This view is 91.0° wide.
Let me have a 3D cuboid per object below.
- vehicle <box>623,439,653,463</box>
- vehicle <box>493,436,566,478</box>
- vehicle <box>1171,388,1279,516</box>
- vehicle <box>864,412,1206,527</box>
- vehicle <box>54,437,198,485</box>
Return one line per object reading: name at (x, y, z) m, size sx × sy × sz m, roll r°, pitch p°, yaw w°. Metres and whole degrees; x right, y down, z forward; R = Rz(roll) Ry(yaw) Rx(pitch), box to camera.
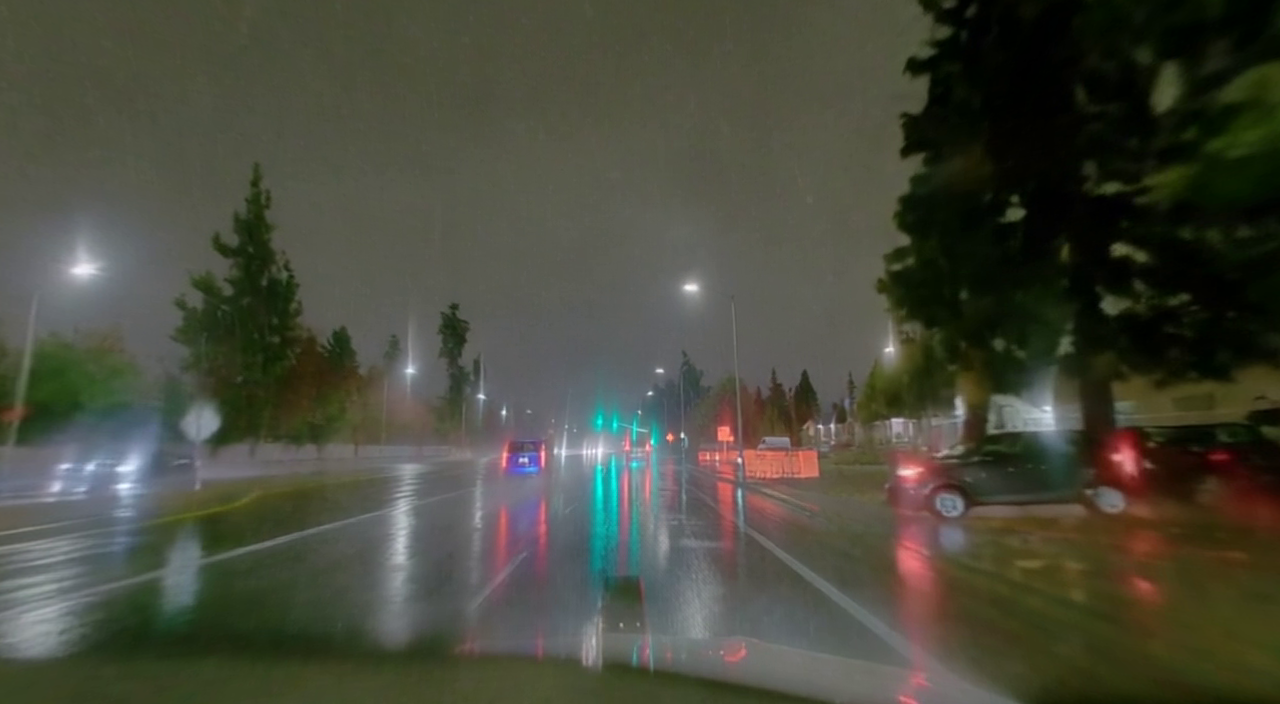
vehicle at (-0.136, 7.399, 47.113) m, size 2.135 × 1.711 × 4.124 m, roll 0°, pitch -8°, yaw 0°
vehicle at (-4.715, 4.556, 27.672) m, size 2.198 × 1.663 × 4.519 m, roll 0°, pitch -8°, yaw 3°
vehicle at (11.633, 1.526, 9.602) m, size 4.936 × 1.813 × 2.158 m, roll 0°, pitch -8°, yaw 3°
vehicle at (6.548, 1.987, 11.035) m, size 4.447 × 1.754 × 2.182 m, roll -1°, pitch -8°, yaw 5°
vehicle at (-20.804, 4.407, 25.788) m, size 2.053 × 1.761 × 4.479 m, roll 0°, pitch -8°, yaw 1°
